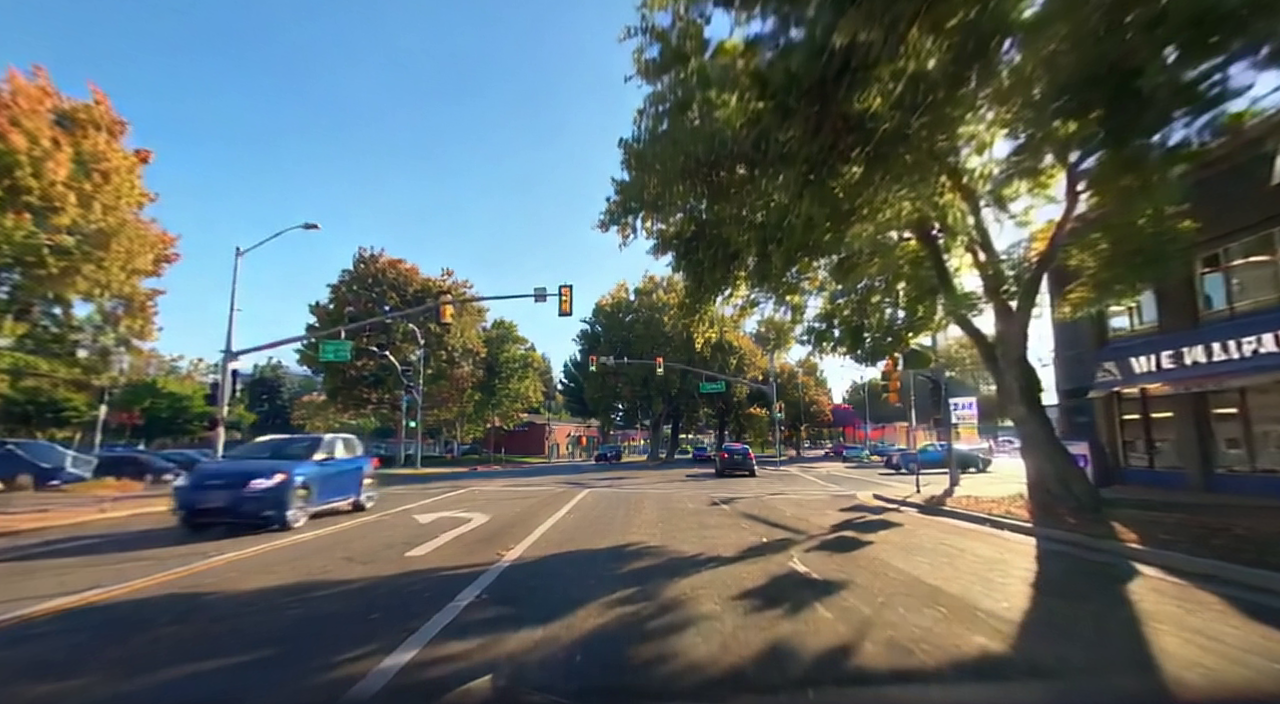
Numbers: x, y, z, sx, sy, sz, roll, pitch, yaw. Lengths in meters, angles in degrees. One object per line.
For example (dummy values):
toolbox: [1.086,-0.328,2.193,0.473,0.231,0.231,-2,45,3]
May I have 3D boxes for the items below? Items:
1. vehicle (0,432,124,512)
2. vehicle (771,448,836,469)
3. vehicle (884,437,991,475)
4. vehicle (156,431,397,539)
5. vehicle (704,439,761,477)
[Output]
vehicle: [-17.111,3.112,16.667,5.006,1.942,2.246,0,-9,4]
vehicle: [12.213,7.975,47.238,1.938,1.466,4.434,7,-11,-37]
vehicle: [16.228,5.680,34.616,4.713,1.969,2.201,0,-9,0]
vehicle: [-6.000,2.206,11.046,2.052,1.543,3.719,0,-9,-2]
vehicle: [4.461,5.207,31.088,2.311,1.715,4.287,0,-9,3]
